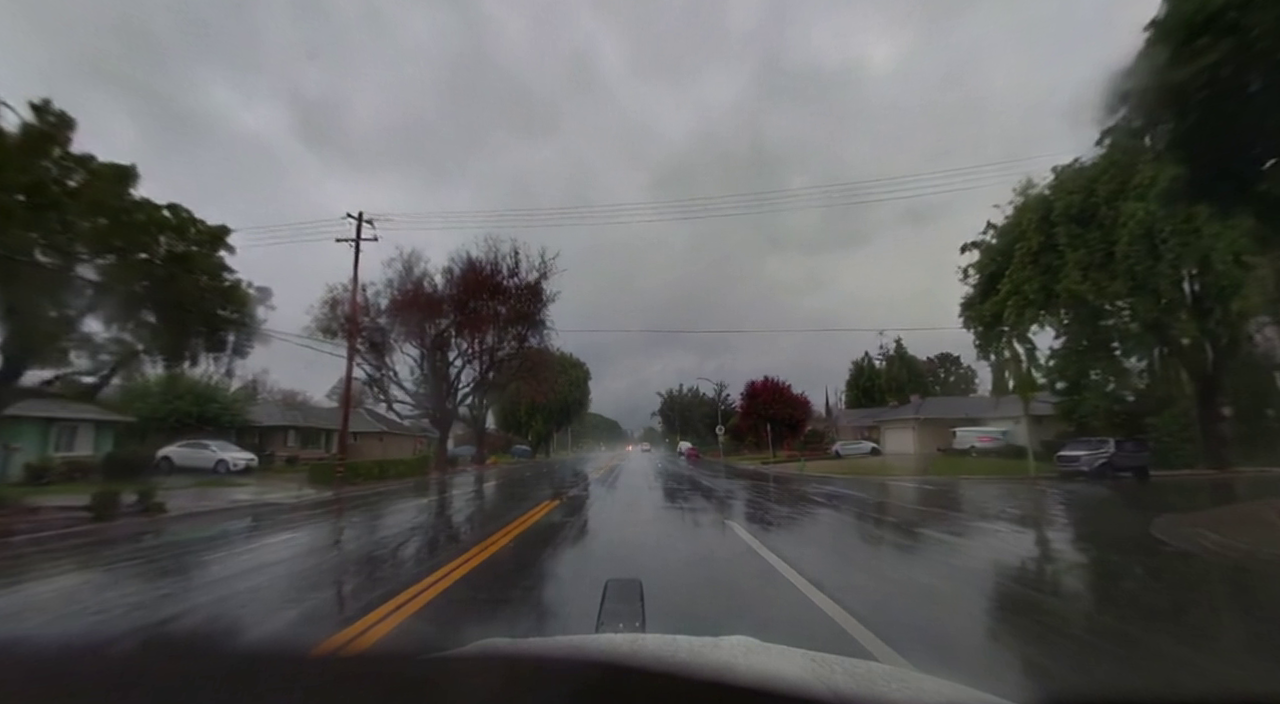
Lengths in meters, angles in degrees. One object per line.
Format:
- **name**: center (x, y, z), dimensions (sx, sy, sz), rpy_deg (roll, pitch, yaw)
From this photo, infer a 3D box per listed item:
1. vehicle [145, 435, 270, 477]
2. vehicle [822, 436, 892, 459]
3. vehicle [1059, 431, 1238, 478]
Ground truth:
- **vehicle**: center (-22.274, 5.376, 32.736), dimensions (4.722, 1.983, 2.346), rpy_deg (-1, -8, -2)
- **vehicle**: center (16.164, 7.163, 47.228), dimensions (4.443, 1.497, 2.168), rpy_deg (-2, -9, 0)
- **vehicle**: center (20.925, 4.232, 26.208), dimensions (5.457, 1.789, 2.169), rpy_deg (0, -8, 0)
